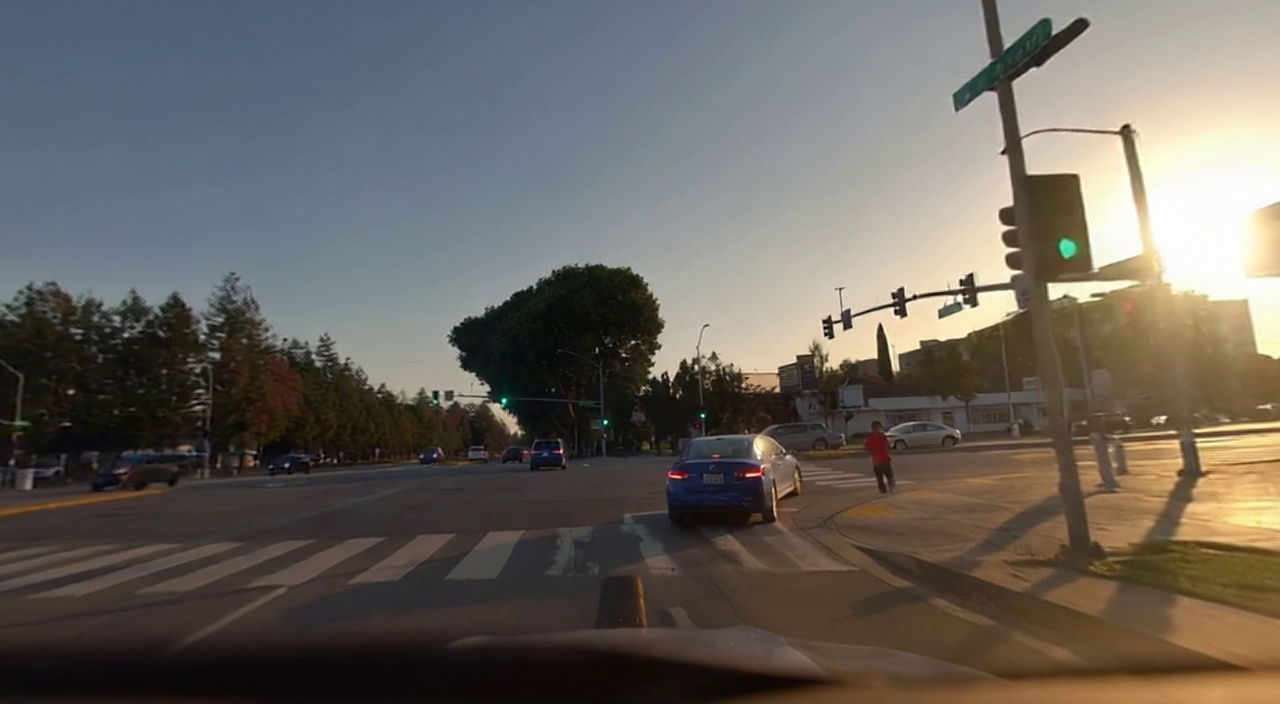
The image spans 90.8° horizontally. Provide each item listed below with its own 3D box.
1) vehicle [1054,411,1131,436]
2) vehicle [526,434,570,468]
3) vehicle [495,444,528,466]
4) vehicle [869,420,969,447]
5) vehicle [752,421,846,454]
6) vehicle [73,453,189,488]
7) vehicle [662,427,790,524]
[{"bbox_3d":[30.381,4.841,42.476,3.923,1.619,1.817,1,-8,-7],"label":"vehicle"},{"bbox_3d":[-4.944,5.351,34.392,2.210,1.722,4.215,1,-8,-6],"label":"vehicle"},{"bbox_3d":[-9.411,7.548,46.613,2.003,1.492,4.291,1,-8,-6],"label":"vehicle"},{"bbox_3d":[15.324,4.508,34.801,4.700,1.417,1.789,1,-8,-6],"label":"vehicle"},{"bbox_3d":[8.540,4.620,34.143,4.524,1.681,1.823,1,-9,-8],"label":"vehicle"},{"bbox_3d":[-26.403,6.141,33.033,2.376,1.616,4.587,0,-9,-2],"label":"vehicle"},{"bbox_3d":[1.774,2.244,12.078,1.976,1.462,4.342,-2,-9,12],"label":"vehicle"}]
